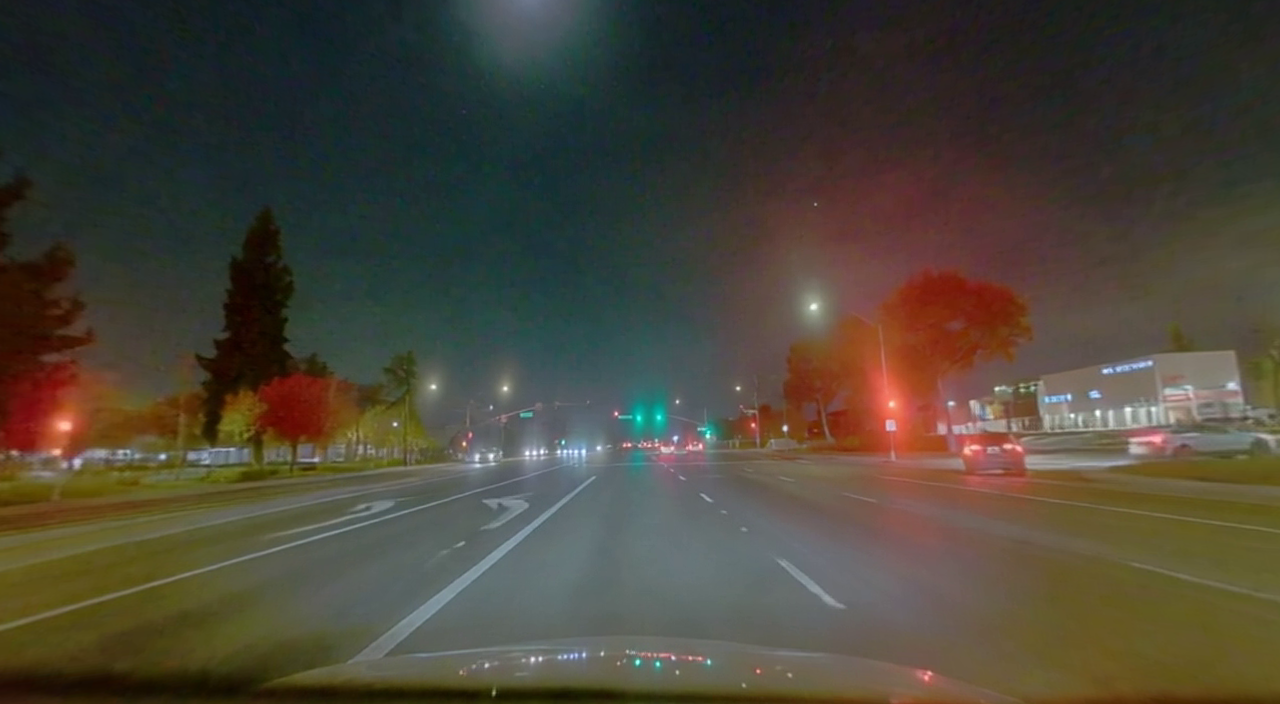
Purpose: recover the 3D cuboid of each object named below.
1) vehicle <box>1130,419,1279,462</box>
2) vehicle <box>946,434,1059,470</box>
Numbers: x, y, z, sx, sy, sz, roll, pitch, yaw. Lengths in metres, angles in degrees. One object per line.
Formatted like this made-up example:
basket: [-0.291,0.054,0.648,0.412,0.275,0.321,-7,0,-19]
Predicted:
vehicle: [25.819,4.052,28.905,4.893,1.873,2.191,0,-8,-1]
vehicle: [18.110,4.999,31.712,4.427,1.747,2.024,0,-9,-2]
